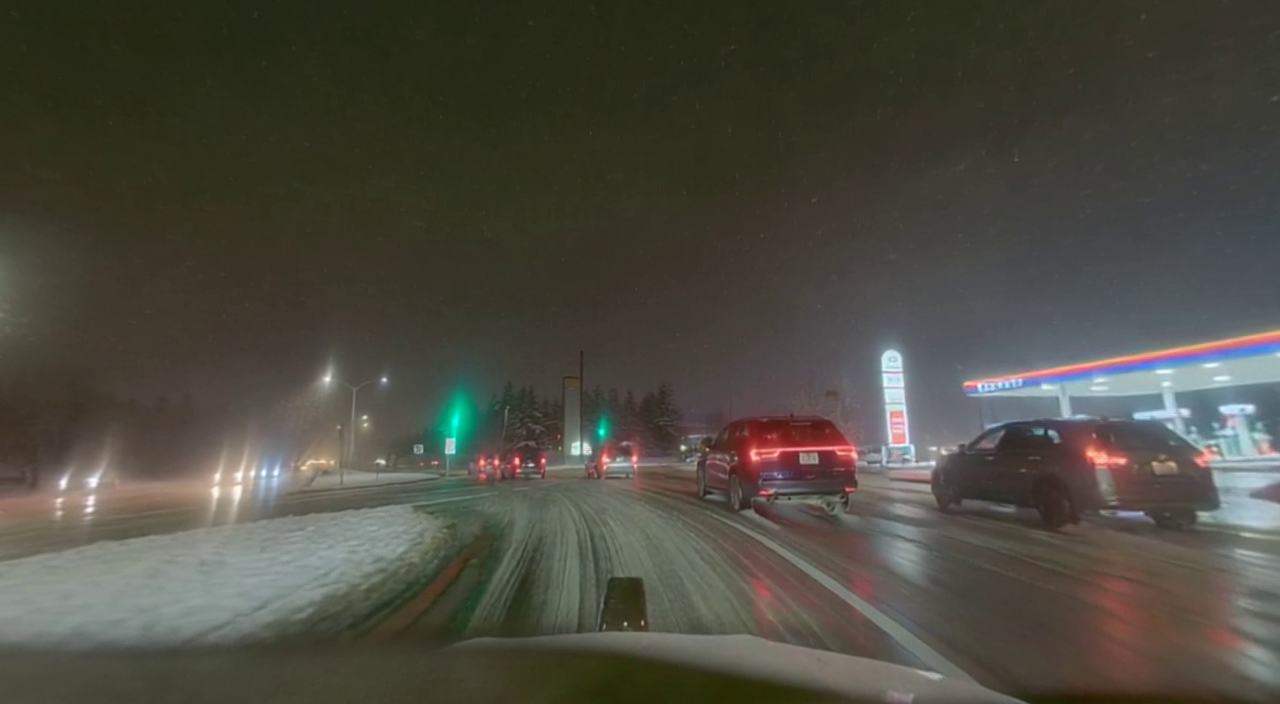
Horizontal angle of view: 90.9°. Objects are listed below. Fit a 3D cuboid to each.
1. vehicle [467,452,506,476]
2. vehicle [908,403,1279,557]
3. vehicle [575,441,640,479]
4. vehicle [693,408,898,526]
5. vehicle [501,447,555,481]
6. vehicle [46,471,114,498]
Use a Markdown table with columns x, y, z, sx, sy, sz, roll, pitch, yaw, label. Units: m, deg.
| x | y | z | sx | sy | sz | roll | pitch | yaw | label |
| --- | --- | --- | --- | --- | --- | --- | --- | --- | --- |
| -11.456 | 8.286 | 46.887 | 2.193 | 1.609 | 3.874 | 3 | -9 | -21 | vehicle |
| 5.772 | 1.669 | 8.866 | 1.881 | 1.604 | 4.289 | 1 | -8 | -4 | vehicle |
| -1.579 | 4.971 | 29.218 | 2.012 | 1.612 | 4.114 | 3 | -9 | -17 | vehicle |
| 2.599 | 2.111 | 12.071 | 2.184 | 1.777 | 4.712 | 1 | -9 | -8 | vehicle |
| -5.531 | 5.404 | 30.781 | 2.107 | 1.527 | 4.174 | 2 | -9 | -16 | vehicle |
| -37.178 | 8.759 | 41.980 | 1.788 | 1.479 | 4.506 | 3 | -9 | -21 | vehicle |
